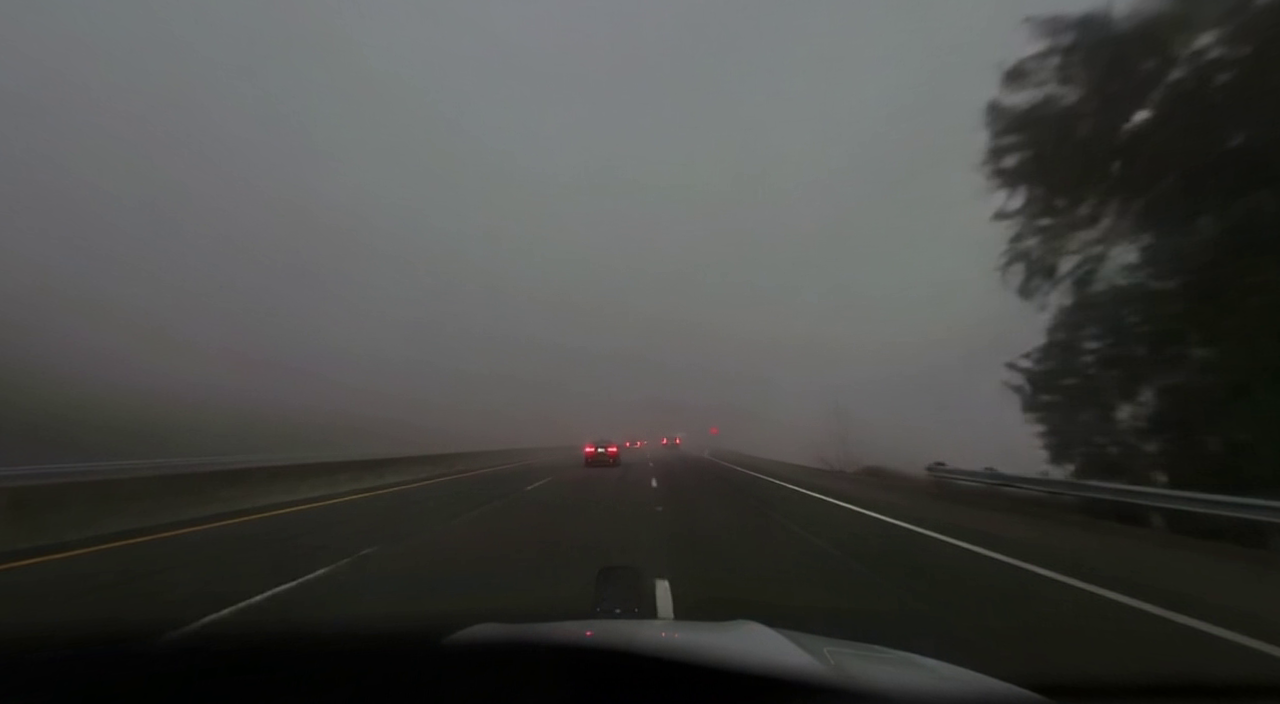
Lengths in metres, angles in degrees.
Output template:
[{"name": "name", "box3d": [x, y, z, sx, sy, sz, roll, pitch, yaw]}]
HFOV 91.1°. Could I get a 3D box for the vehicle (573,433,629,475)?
[{"name": "vehicle", "box3d": [-1.523, 4.197, 26.298, 2.039, 1.589, 4.324, 0, -8, 1]}]
